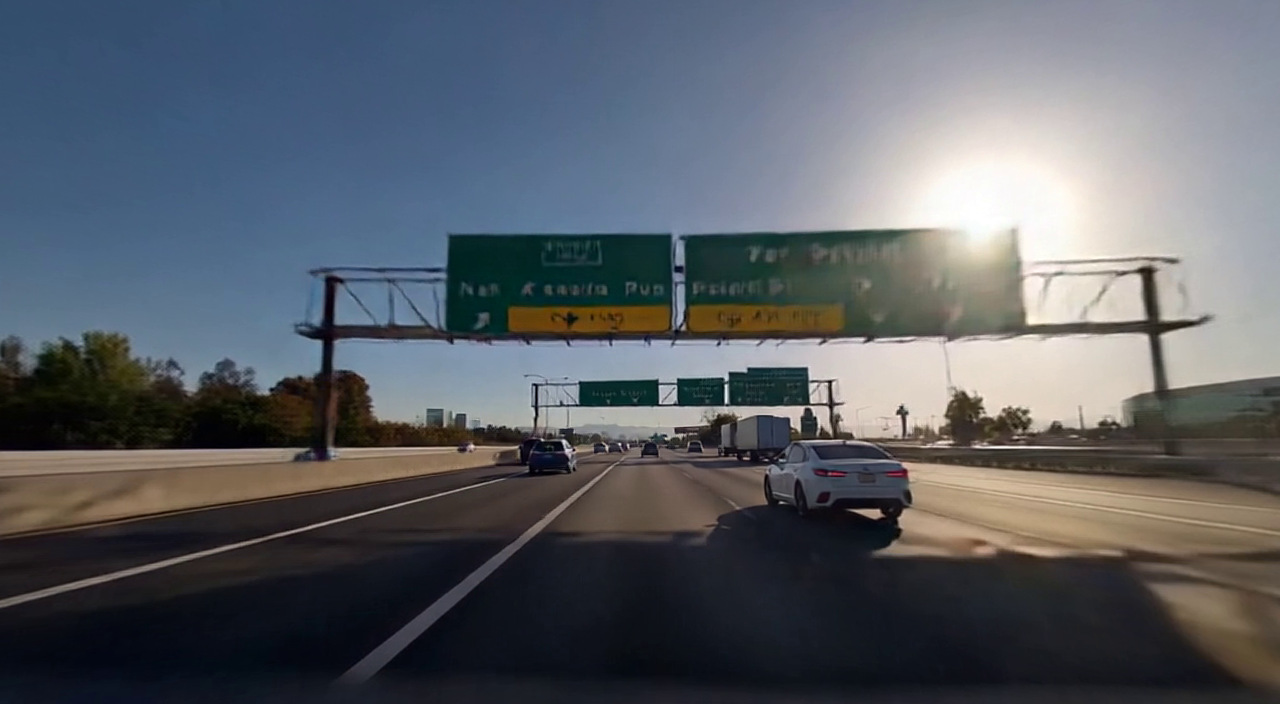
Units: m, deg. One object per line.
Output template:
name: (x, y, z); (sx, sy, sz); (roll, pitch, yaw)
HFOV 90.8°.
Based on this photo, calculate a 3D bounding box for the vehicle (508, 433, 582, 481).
vehicle: (-3.711, 4.195, 25.507); (2.193, 1.746, 4.512); (0, -8, 1)

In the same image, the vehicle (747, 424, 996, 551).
vehicle: (3.304, 2.047, 10.360); (2.107, 1.550, 4.949); (0, -8, -1)
